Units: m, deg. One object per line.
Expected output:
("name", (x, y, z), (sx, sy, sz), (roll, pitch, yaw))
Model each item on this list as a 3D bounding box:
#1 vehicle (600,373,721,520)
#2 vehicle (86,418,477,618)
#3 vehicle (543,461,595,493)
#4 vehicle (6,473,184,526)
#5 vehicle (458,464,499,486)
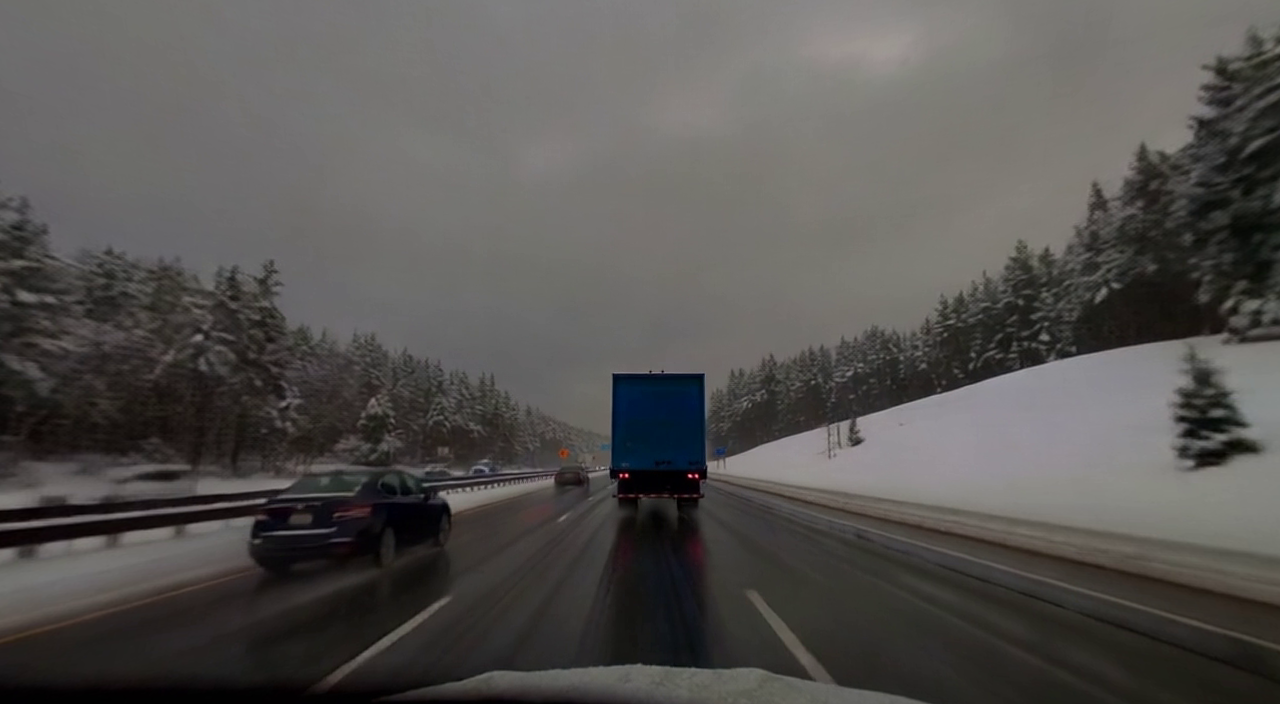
("vehicle", (0.527, 3.217, 20.684), (3.008, 3.678, 9.512), (1, -10, 0))
("vehicle", (-3.697, 1.848, 7.789), (2.076, 1.691, 4.555), (1, -10, 0))
("vehicle", (-3.561, 6.422, 32.548), (2.079, 1.506, 4.821), (0, -10, 1))
("vehicle", (-16.468, 4.442, 19.373), (1.737, 1.393, 4.108), (0, -10, 1))
("vehicle", (-12.508, 9.578, 49.186), (1.980, 1.532, 4.448), (1, -10, 0))
